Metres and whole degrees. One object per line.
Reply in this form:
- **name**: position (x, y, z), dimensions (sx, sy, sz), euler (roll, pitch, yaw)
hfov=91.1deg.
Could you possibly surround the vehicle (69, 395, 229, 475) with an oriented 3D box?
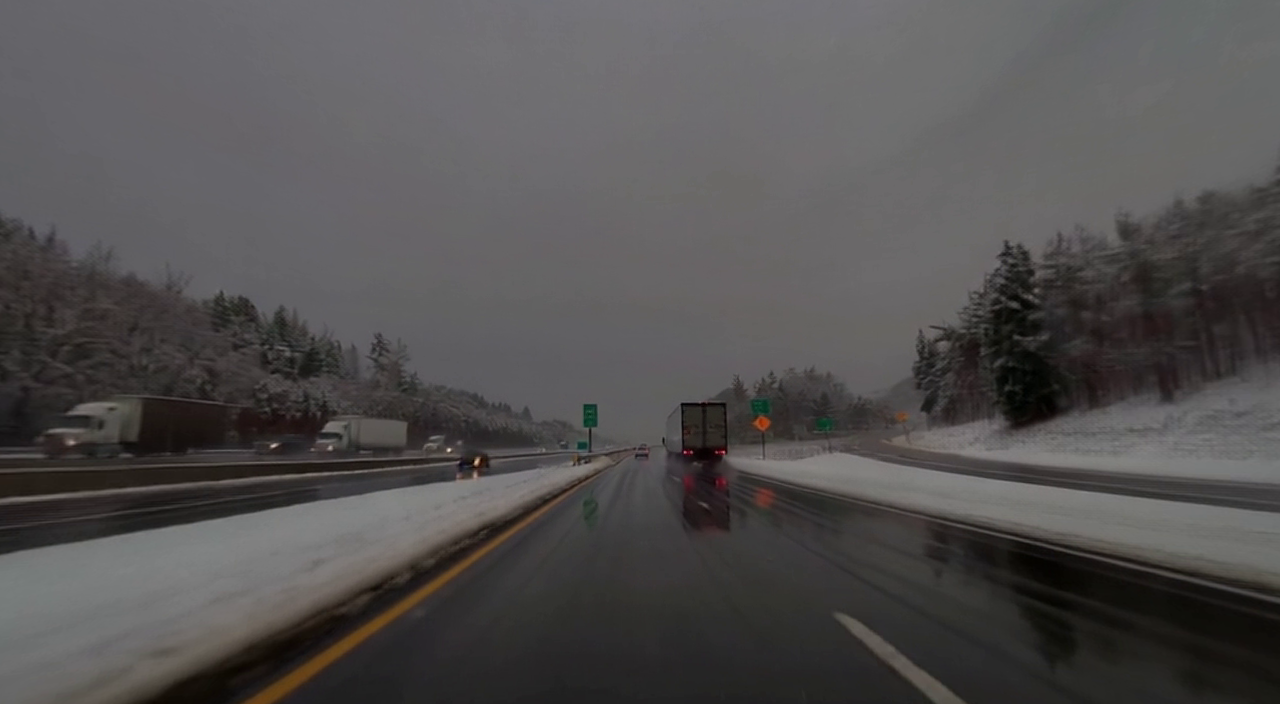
- **vehicle**: position (-26.567, 4.643, 34.593), dimensions (3.120, 3.923, 6.859), euler (0, -9, 0)

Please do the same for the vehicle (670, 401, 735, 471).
- **vehicle**: position (4.012, 5.952, 43.736), dimensions (3.185, 4.154, 12.638), euler (0, -9, 0)

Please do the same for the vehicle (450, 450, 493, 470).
- **vehicle**: position (-12.942, 8.332, 48.668), dimensions (1.933, 1.482, 4.661), euler (-1, -9, 1)
